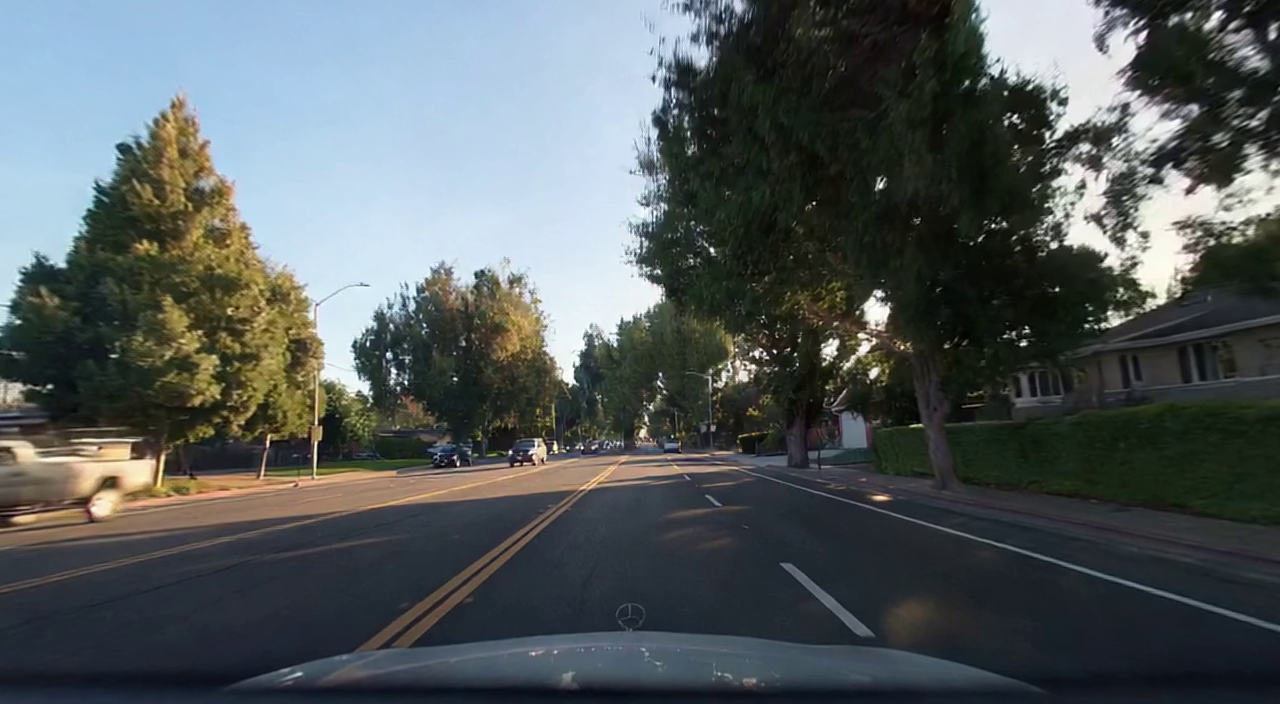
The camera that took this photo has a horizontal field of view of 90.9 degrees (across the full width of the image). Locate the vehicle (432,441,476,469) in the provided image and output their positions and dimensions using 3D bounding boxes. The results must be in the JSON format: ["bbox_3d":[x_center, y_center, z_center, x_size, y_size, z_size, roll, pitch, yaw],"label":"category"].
[{"bbox_3d":[-14.062,7.758,47.875,2.058,1.779,4.768,-3,-6,-3],"label":"vehicle"}]

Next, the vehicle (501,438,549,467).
[{"bbox_3d":[-6.716,5.901,37.218,1.943,1.623,4.190,0,-8,2],"label":"vehicle"}]

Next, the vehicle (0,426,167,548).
[{"bbox_3d":[-10.847,2.178,10.357,2.143,1.848,4.939,-1,-8,2],"label":"vehicle"}]
